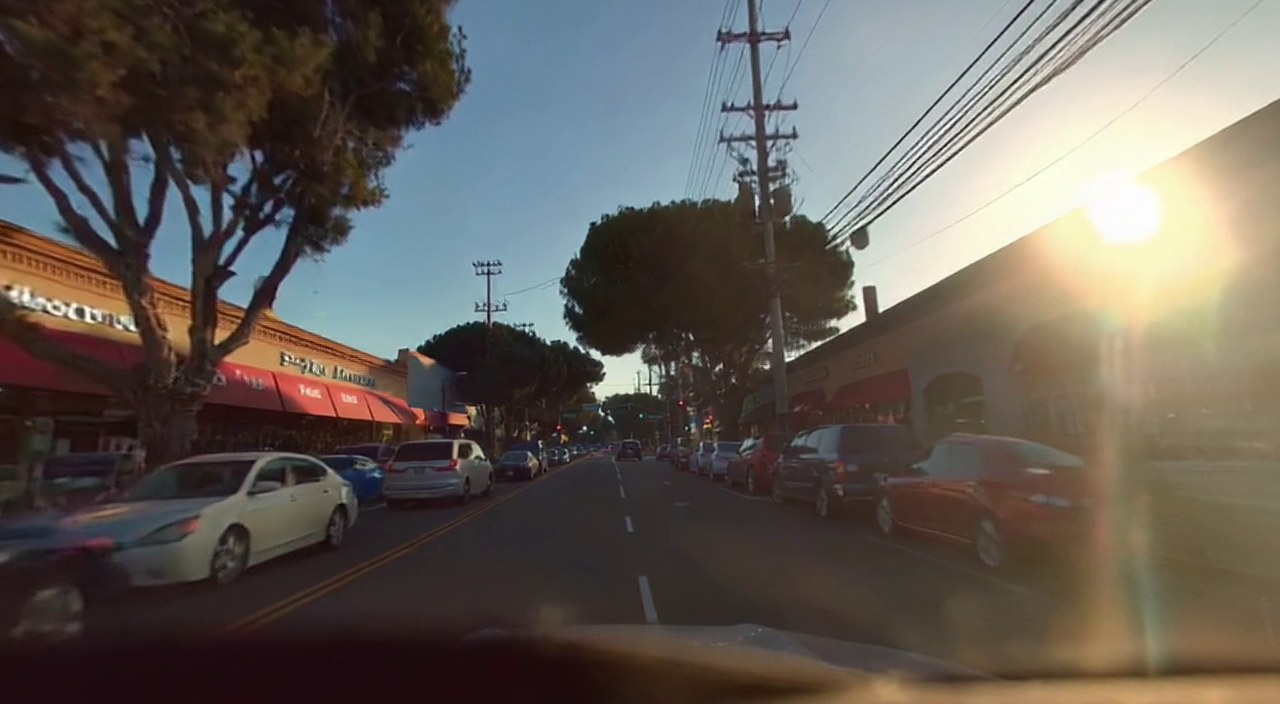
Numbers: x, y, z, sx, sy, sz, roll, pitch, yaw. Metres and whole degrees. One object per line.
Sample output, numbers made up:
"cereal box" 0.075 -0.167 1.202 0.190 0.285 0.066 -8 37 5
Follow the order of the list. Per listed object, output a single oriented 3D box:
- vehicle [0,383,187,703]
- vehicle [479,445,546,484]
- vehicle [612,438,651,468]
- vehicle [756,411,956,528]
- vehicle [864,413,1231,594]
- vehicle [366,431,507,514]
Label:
"vehicle" -4.477 0.896 2.134 2.343 1.788 5.038 0 -8 -3
"vehicle" -5.327 4.758 27.043 2.053 1.485 4.540 0 -8 -2
"vehicle" -0.641 6.935 43.597 2.440 1.882 4.611 0 -8 -4
"vehicle" 4.211 2.401 13.506 2.243 1.992 5.087 0 -8 -3
"vehicle" 4.654 1.751 8.158 1.882 1.704 4.055 0 -8 -2
"vehicle" -5.111 3.079 16.781 2.341 1.825 4.924 0 -8 -3
